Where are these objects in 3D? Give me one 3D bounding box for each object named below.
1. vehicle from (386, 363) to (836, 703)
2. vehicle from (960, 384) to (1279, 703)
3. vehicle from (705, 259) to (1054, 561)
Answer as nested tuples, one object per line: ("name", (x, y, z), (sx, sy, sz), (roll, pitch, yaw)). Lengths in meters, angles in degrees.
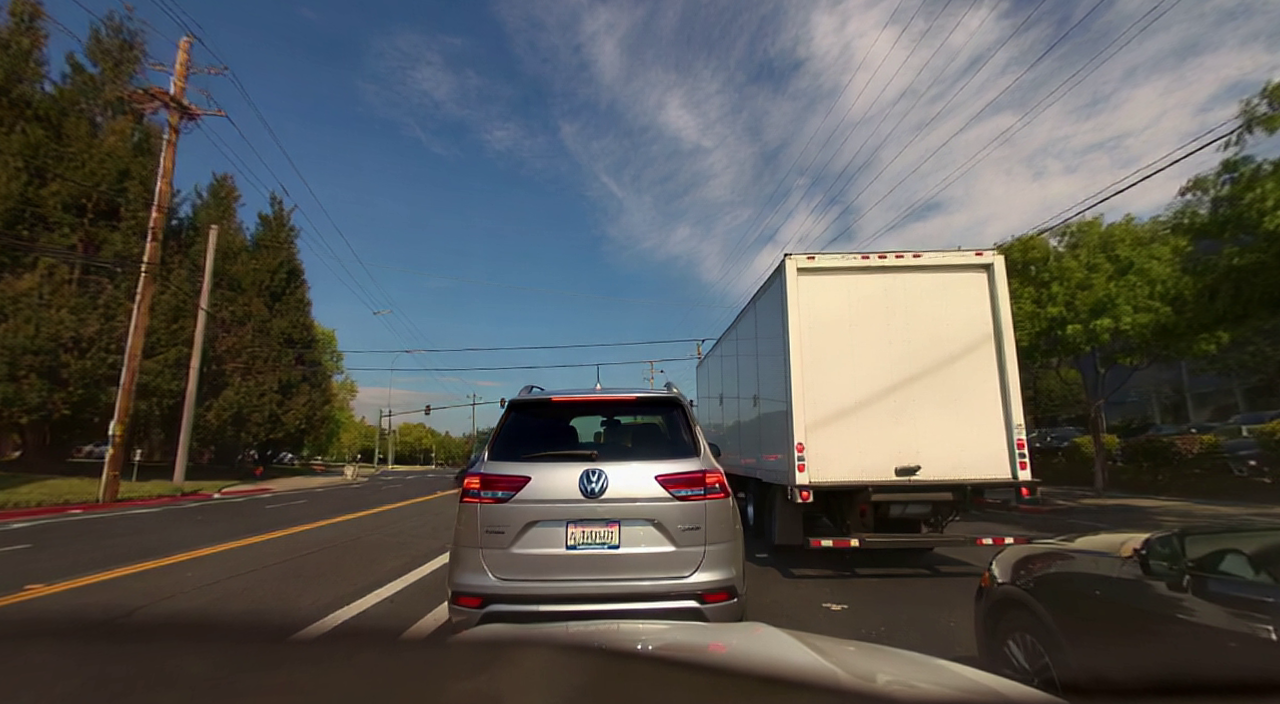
("vehicle", (-0.132, 1.228, 5.160), (2.114, 1.732, 4.230), (0, -8, 0))
("vehicle", (2.835, 0.748, 1.197), (1.971, 1.484, 4.728), (0, -8, 0))
("vehicle", (3.226, 1.262, 11.827), (2.915, 3.559, 8.848), (0, -8, -1))
